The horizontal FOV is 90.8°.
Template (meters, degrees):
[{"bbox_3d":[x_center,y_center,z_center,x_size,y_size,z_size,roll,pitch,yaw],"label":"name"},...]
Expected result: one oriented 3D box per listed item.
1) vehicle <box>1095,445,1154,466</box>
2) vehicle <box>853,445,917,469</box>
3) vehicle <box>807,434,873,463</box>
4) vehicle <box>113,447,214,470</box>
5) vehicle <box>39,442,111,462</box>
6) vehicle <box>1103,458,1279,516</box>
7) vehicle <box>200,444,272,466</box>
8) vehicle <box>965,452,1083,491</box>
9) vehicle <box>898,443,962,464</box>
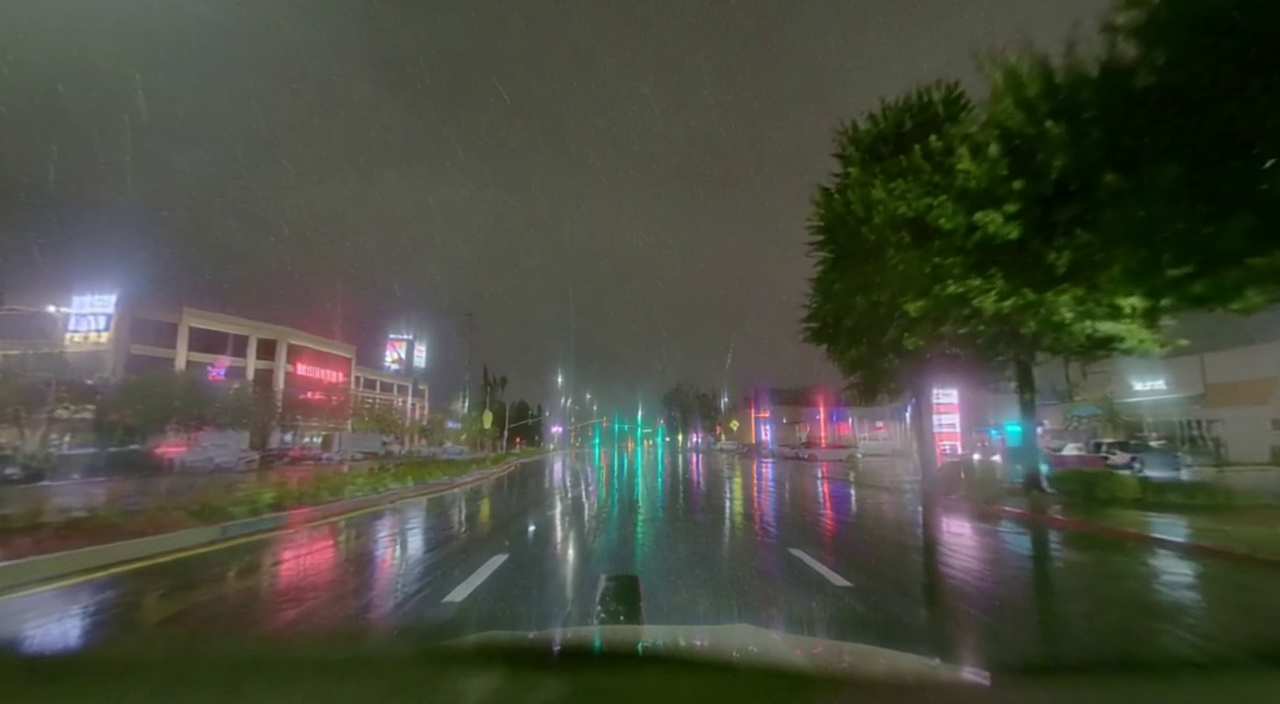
[{"bbox_3d":[36.382,7.738,47.575,1.609,1.450,3.642,1,-8,1],"label":"vehicle"},{"bbox_3d":[15.743,6.759,40.900,1.936,1.464,4.867,1,-9,-5],"label":"vehicle"},{"bbox_3d":[14.833,7.260,47.303,2.189,1.951,5.828,0,-9,-10],"label":"vehicle"},{"bbox_3d":[-30.521,6.807,40.517,4.880,1.464,1.953,0,-8,1],"label":"vehicle"},{"bbox_3d":[-43.031,7.614,48.159,3.754,1.427,1.821,0,-8,1],"label":"vehicle"},{"bbox_3d":[17.156,3.999,18.919,4.711,1.494,2.224,-2,-9,3],"label":"vehicle"},{"bbox_3d":[-30.497,7.792,47.737,4.104,1.576,1.852,0,-8,2],"label":"vehicle"},{"bbox_3d":[16.892,5.249,27.928,3.889,1.590,1.950,0,-9,0],"label":"vehicle"},{"bbox_3d":[21.856,7.667,47.803,1.908,1.469,4.354,3,-9,-18],"label":"vehicle"}]
